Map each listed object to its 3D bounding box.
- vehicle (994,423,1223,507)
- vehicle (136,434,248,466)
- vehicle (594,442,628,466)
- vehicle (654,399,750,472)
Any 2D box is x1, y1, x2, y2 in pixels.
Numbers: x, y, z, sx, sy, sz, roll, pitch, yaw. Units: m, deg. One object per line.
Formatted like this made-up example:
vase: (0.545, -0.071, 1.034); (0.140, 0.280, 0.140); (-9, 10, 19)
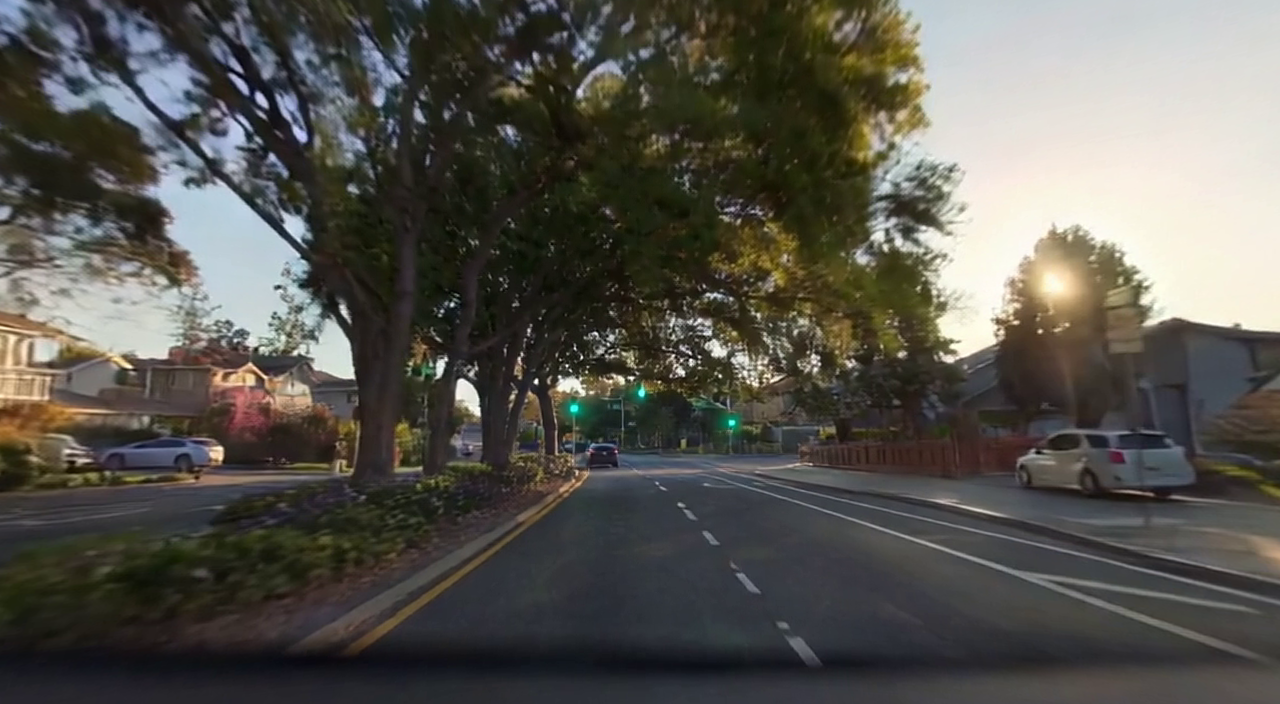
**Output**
vehicle: (11.515, 2.808, 16.120); (2.145, 1.795, 4.992); (0, -9, 2)
vehicle: (-23.950, 5.270, 33.849); (4.348, 1.653, 1.948); (2, -9, -11)
vehicle: (-1.960, 6.719, 41.692); (2.113, 1.462, 4.203); (1, -9, -4)
vehicle: (2.965, 4.732, 34.984); (3.037, 3.261, 12.926); (1, -9, -5)
